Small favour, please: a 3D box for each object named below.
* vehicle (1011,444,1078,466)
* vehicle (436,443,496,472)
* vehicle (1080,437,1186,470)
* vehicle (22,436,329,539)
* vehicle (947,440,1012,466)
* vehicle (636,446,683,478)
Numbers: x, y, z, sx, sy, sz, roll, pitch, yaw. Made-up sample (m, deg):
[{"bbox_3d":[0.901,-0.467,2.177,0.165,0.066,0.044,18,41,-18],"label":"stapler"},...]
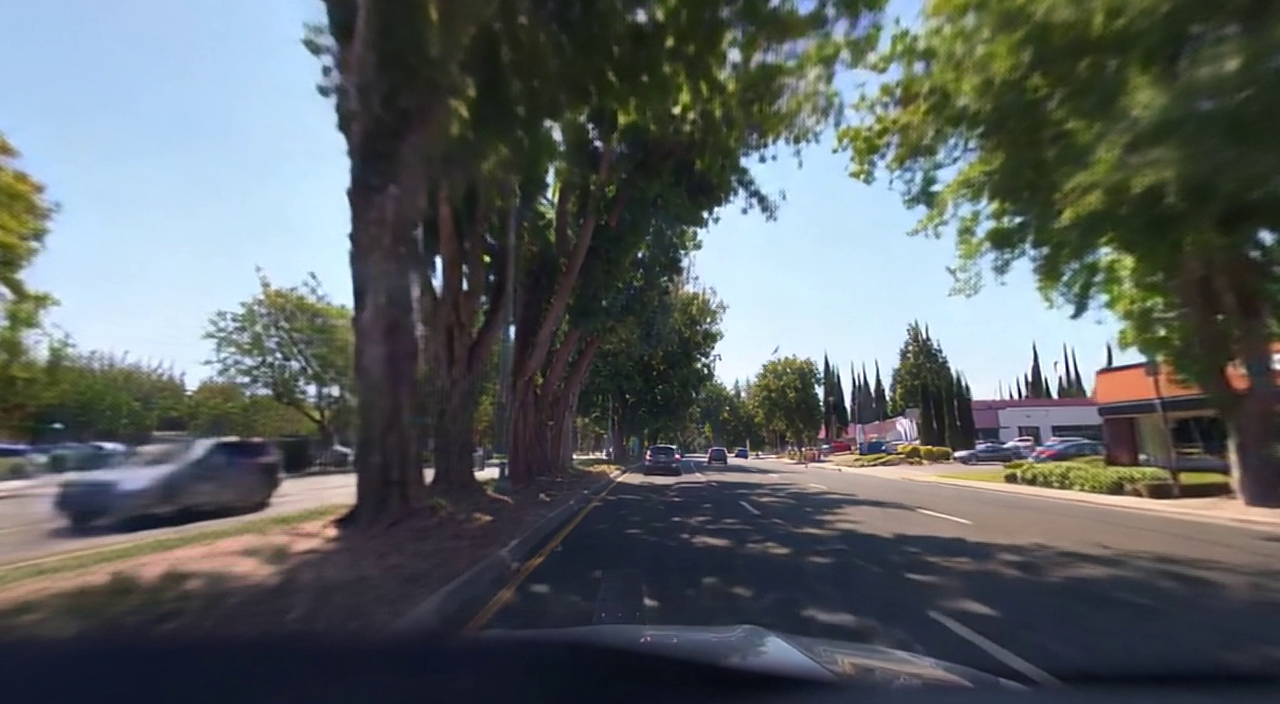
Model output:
[{"bbox_3d":[28.206,7.173,44.198,1.844,1.481,3.904,0,-9,-4],"label":"vehicle"},{"bbox_3d":[-10.384,6.307,38.068,1.987,1.626,4.654,-1,-9,4],"label":"vehicle"},{"bbox_3d":[24.194,5.048,31.239,1.780,1.463,4.112,-1,-10,-2],"label":"vehicle"},{"bbox_3d":[-8.053,2.363,11.749,2.063,1.483,4.751,-1,-9,1],"label":"vehicle"},{"bbox_3d":[23.226,6.932,43.363,1.864,1.655,4.179,0,-9,-4],"label":"vehicle"},{"bbox_3d":[0.981,5.304,30.752,2.095,1.456,3.873,-1,-9,3],"label":"vehicle"}]
